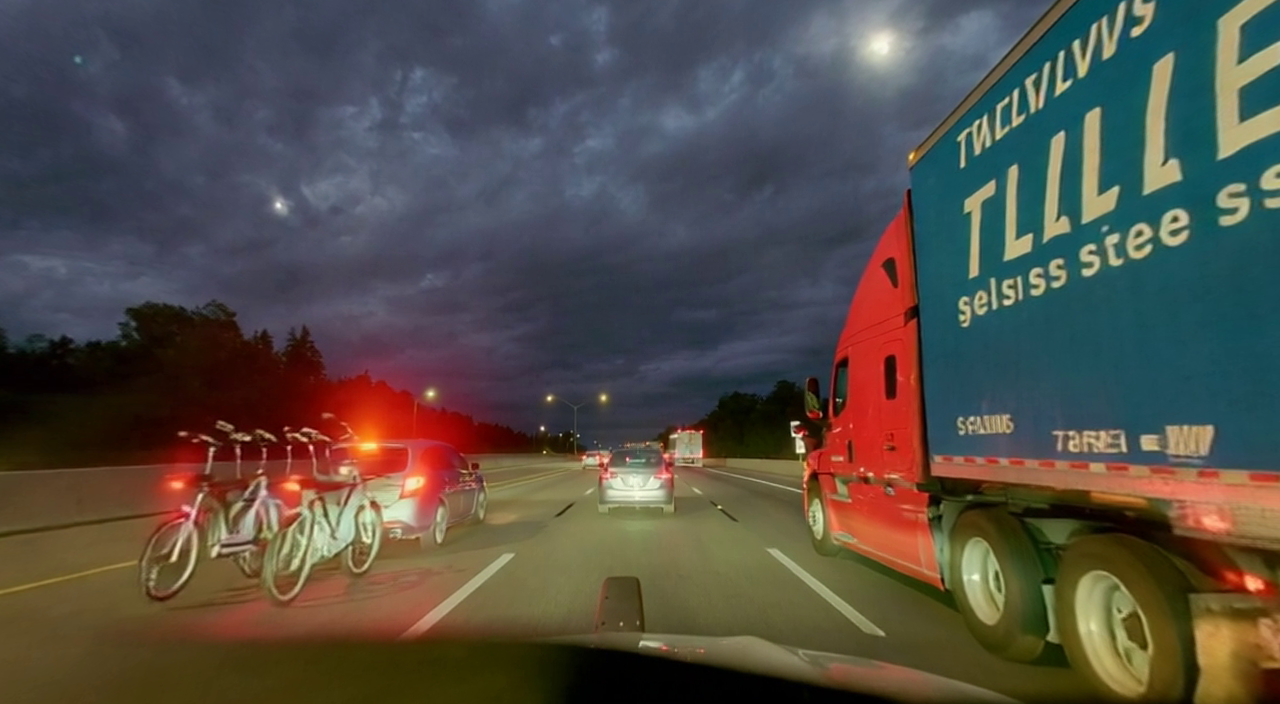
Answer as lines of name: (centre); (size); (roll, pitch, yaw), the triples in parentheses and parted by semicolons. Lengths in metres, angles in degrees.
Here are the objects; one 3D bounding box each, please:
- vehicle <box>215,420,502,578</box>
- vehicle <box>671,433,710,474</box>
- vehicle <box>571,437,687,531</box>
vehicle: (-3.524, 1.940, 9.105); (1.985, 1.671, 4.604); (0, -9, 0)
vehicle: (3.436, 7.039, 43.905); (2.234, 2.679, 5.372); (0, -9, -1)
vehicle: (-0.210, 2.526, 12.516); (1.973, 1.574, 3.426); (0, -9, -1)
